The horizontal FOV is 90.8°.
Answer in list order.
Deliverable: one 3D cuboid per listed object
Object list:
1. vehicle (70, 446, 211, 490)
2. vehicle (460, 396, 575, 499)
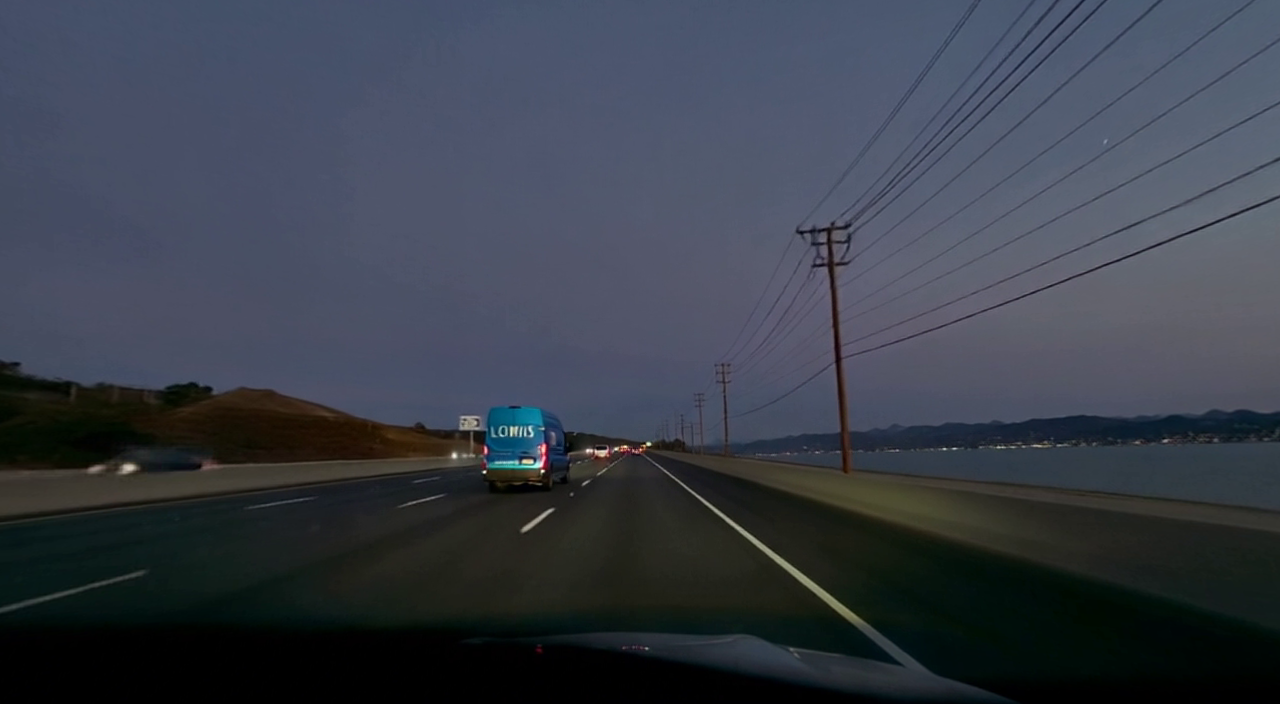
[{"bbox_3d":[-21.209,4.900,27.180,2.097,1.681,4.817,0,-8,0],"label":"vehicle"},{"bbox_3d":[-3.640,3.056,20.408,2.331,2.757,6.581,0,-8,0],"label":"vehicle"}]
